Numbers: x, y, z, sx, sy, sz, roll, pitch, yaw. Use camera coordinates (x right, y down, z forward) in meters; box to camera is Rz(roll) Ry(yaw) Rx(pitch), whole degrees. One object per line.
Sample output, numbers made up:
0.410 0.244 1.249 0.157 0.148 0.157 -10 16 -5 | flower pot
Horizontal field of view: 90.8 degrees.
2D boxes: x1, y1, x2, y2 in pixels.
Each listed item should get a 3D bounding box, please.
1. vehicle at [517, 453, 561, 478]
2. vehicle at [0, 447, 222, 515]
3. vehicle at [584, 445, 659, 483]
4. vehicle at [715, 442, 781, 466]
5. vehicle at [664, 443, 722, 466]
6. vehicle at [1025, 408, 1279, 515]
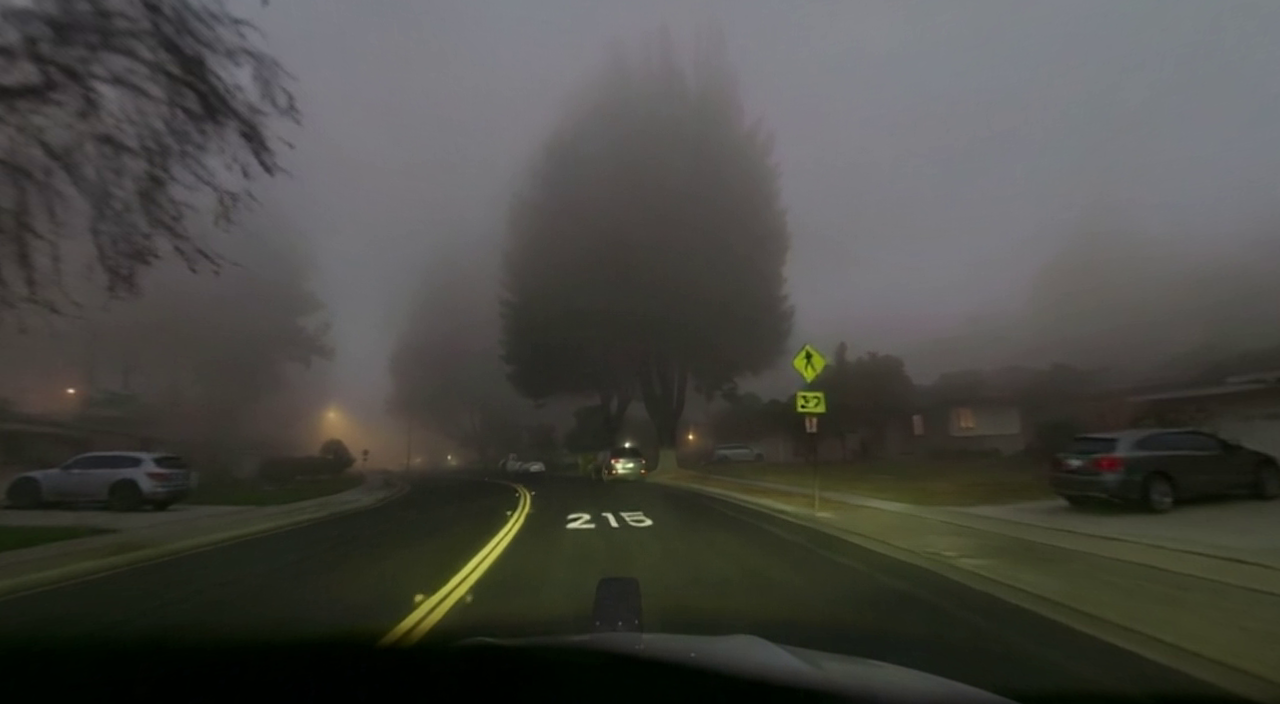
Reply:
-7.451 8.248 46.222 1.965 1.663 4.744 3 -9 -24 | vehicle
-14.242 3.375 16.899 4.664 1.580 1.973 3 -9 -20 | vehicle
-0.967 4.950 28.199 2.181 1.494 5.023 2 -9 -16 | vehicle
7.124 6.645 41.363 4.253 1.458 1.900 6 -11 -39 | vehicle
3.861 7.330 45.347 4.157 1.431 1.753 4 -9 -43 | vehicle
9.652 1.904 11.480 4.284 1.522 1.893 -1 -8 -14 | vehicle
